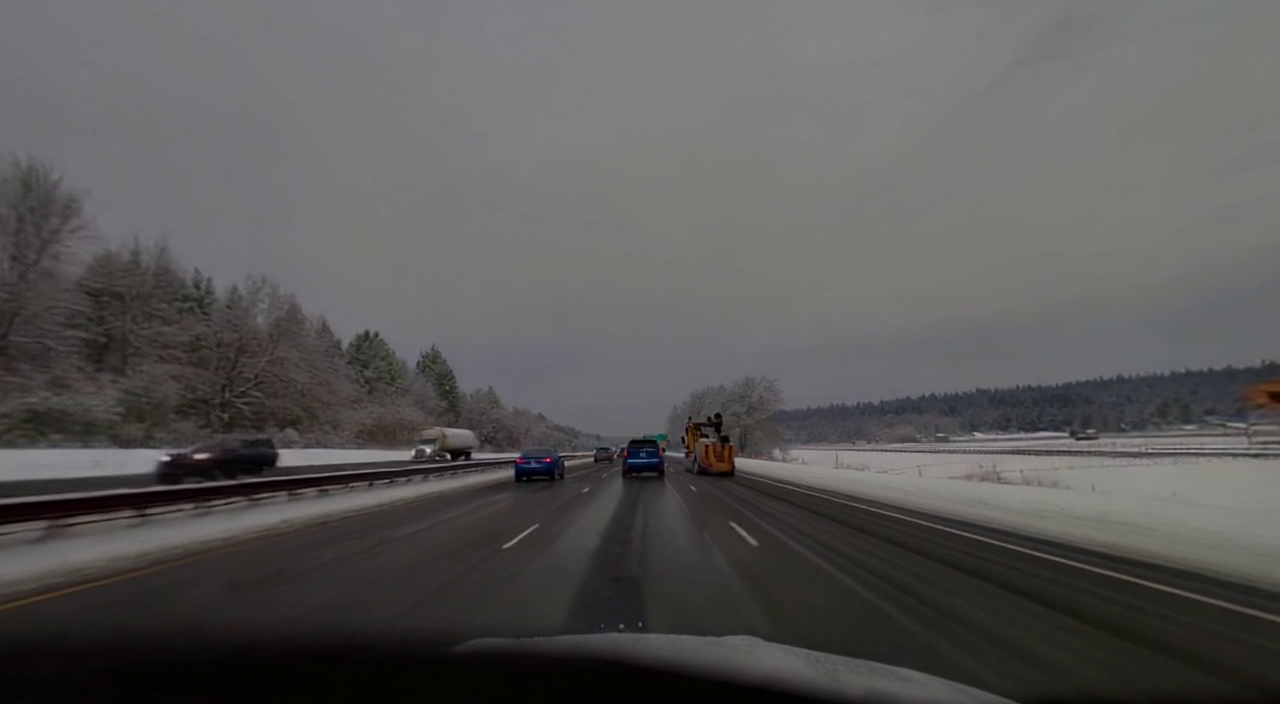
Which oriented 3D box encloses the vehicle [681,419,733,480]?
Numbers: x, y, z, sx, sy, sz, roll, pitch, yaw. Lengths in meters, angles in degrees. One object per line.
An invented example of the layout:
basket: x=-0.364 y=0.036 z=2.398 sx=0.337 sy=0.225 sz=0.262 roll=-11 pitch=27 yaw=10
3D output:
vehicle: x=4.533 y=6.869 z=44.751 sx=2.793 sy=3.828 sz=9.580 roll=0 pitch=-9 yaw=1

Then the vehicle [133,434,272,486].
vehicle: x=-17.616 y=4.351 z=25.787 sx=1.992 sy=1.886 sz=5.013 roll=0 pitch=-8 yaw=1

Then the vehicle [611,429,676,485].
vehicle: x=0.133 y=4.089 z=24.868 sx=2.308 sy=1.993 sz=4.631 roll=0 pitch=-8 yaw=1

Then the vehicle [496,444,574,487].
vehicle: x=-3.872 y=4.247 z=23.980 sx=2.096 sy=1.469 sz=4.319 roll=0 pitch=-8 yaw=2
